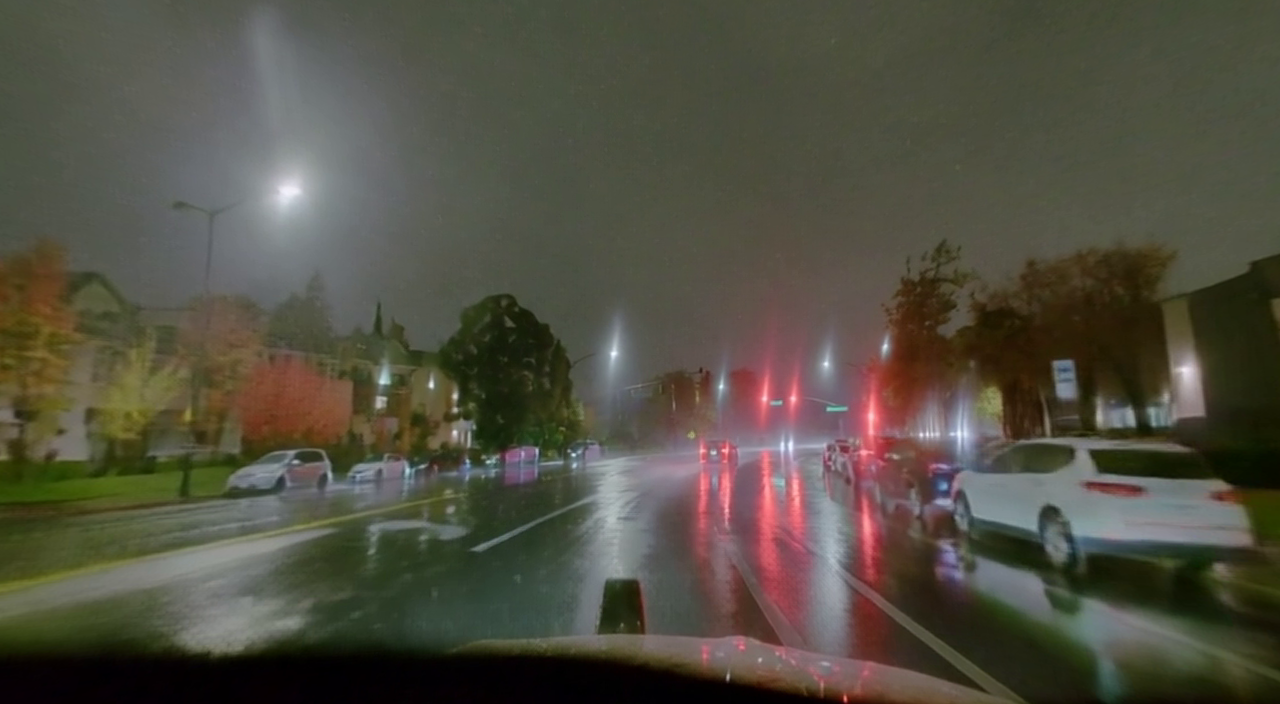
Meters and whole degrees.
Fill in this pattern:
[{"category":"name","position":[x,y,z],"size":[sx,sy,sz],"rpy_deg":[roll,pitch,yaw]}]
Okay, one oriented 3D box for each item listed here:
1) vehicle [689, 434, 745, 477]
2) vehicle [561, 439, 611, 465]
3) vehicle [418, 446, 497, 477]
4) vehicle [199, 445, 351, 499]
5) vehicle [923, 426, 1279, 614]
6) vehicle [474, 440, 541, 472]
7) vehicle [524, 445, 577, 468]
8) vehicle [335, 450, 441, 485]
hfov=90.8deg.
[{"category":"vehicle","position":[3.449,4.495,27.642],"size":[1.852,1.680,4.488],"rpy_deg":[-2,-9,14]},{"category":"vehicle","position":[-4.081,7.730,49.009],"size":[2.115,1.853,4.745],"rpy_deg":[-3,-9,19]},{"category":"vehicle","position":[-9.364,5.637,32.858],"size":[1.880,1.450,4.627],"rpy_deg":[-2,-9,13]},{"category":"vehicle","position":[-11.632,3.809,20.586],"size":[1.918,1.508,4.353],"rpy_deg":[-1,-8,8]},{"category":"vehicle","position":[5.115,1.699,7.458],"size":[1.741,1.494,4.587],"rpy_deg":[0,-8,5]},{"category":"vehicle","position":[-7.826,6.184,37.922],"size":[1.977,1.761,4.990],"rpy_deg":[-2,-9,12]},{"category":"vehicle","position":[-6.102,7.133,43.471],"size":[1.809,1.469,4.485],"rpy_deg":[-2,-9,17]},{"category":"vehicle","position":[-10.621,4.869,27.071],"size":[1.893,1.310,4.719],"rpy_deg":[-1,-8,11]}]
